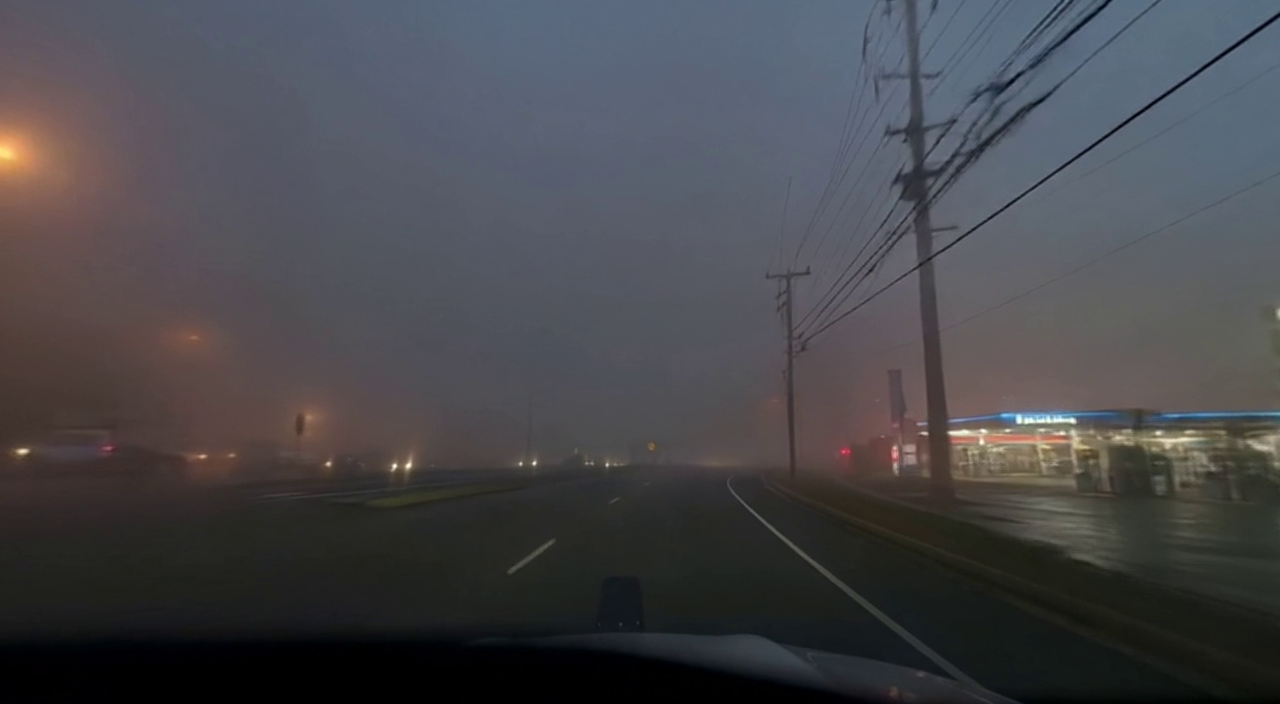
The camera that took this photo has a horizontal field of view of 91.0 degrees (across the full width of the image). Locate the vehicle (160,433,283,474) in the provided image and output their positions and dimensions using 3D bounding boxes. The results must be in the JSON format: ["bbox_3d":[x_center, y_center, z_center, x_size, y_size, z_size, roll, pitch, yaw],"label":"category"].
[{"bbox_3d":[-22.495,5.453,33.892,5.785,2.002,2.241,-4,-9,16],"label":"vehicle"}]

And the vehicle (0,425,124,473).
[{"bbox_3d":[-24.519,4.012,26.059,5.426,1.822,2.014,-2,-9,17],"label":"vehicle"}]

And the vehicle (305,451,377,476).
[{"bbox_3d":[-19.917,7.413,41.961,4.147,1.562,1.805,-3,-9,18],"label":"vehicle"}]
